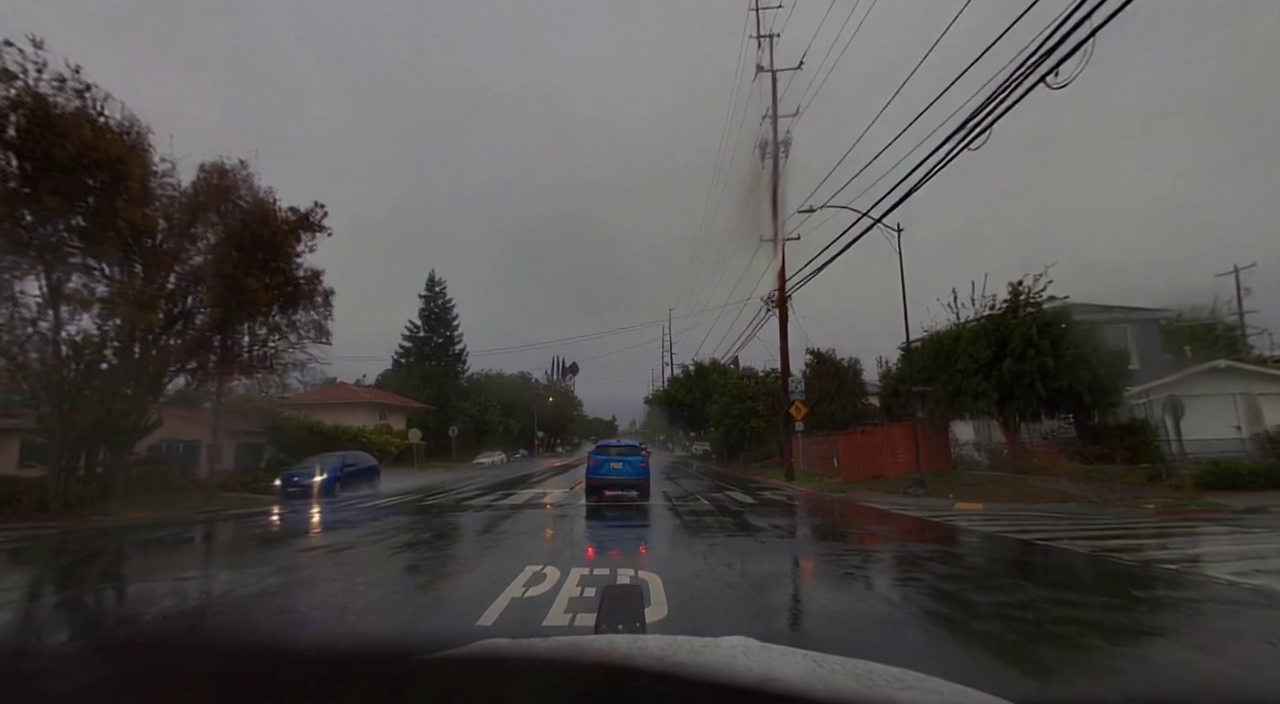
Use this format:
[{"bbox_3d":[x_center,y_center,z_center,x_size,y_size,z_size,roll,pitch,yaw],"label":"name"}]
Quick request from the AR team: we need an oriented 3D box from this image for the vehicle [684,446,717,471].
[{"bbox_3d":[4.428,7.849,46.926,2.101,1.744,4.466,0,-8,0],"label":"vehicle"}]

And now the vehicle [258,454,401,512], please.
[{"bbox_3d":[-9.275,3.913,19.325,1.934,1.506,4.032,-1,-9,7],"label":"vehicle"}]

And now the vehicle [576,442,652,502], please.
[{"bbox_3d":[-0.677,3.260,17.579,1.877,1.448,3.830,0,-8,-1],"label":"vehicle"}]
